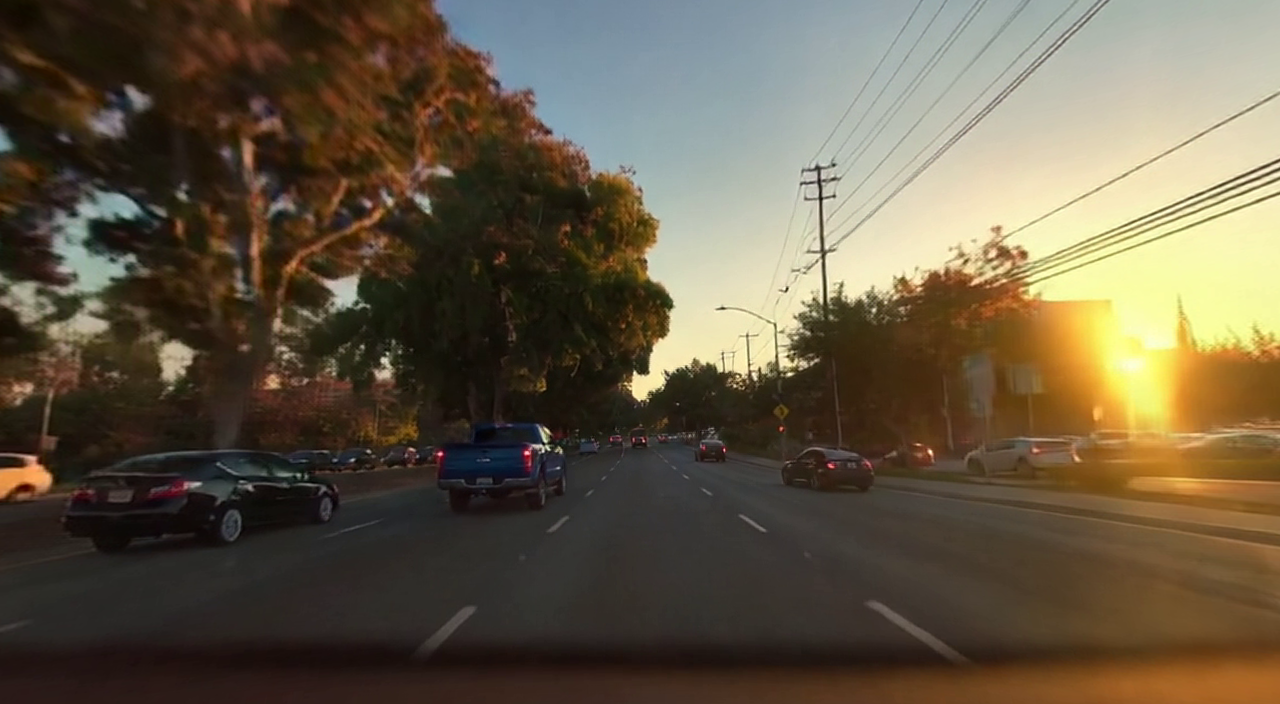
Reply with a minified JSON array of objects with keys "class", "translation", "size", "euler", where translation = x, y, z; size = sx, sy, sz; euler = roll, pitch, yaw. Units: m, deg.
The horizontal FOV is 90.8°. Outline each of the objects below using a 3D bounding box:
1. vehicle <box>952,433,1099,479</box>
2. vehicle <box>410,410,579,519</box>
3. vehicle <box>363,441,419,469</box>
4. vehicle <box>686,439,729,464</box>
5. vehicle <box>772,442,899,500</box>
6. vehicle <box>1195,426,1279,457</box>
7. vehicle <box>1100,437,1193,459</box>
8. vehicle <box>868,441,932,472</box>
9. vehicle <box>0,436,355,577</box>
[{"class":"vehicle","translation":[17.708,4.808,29.517],"size":[2.267,1.925,5.964],"euler":[2,-9,-12]},{"class":"vehicle","translation":[-2.983,2.536,14.790],"size":[2.467,1.991,6.089],"euler":[0,-9,1]},{"class":"vehicle","translation":[-17.800,7.370,45.470],"size":[2.114,1.892,4.773],"euler":[0,-8,-1]},{"class":"vehicle","translation":[4.194,6.277,40.002],"size":[2.071,1.435,4.226],"euler":[0,-9,-3]},{"class":"vehicle","translation":[5.402,3.341,18.190],"size":[1.840,1.428,4.602],"euler":[1,-9,-5]},{"class":"vehicle","translation":[34.789,5.105,36.011],"size":[4.595,1.701,2.257],"euler":[2,-9,-12]},{"class":"vehicle","translation":[35.056,6.679,43.827],"size":[4.630,1.444,1.994],"euler":[0,-9,2]},{"class":"vehicle","translation":[16.581,6.675,40.632],"size":[2.044,1.812,4.935],"euler":[0,-9,1]},{"class":"vehicle","translation":[-6.310,2.026,9.218],"size":[2.035,1.497,4.723],"euler":[0,-9,1]}]
